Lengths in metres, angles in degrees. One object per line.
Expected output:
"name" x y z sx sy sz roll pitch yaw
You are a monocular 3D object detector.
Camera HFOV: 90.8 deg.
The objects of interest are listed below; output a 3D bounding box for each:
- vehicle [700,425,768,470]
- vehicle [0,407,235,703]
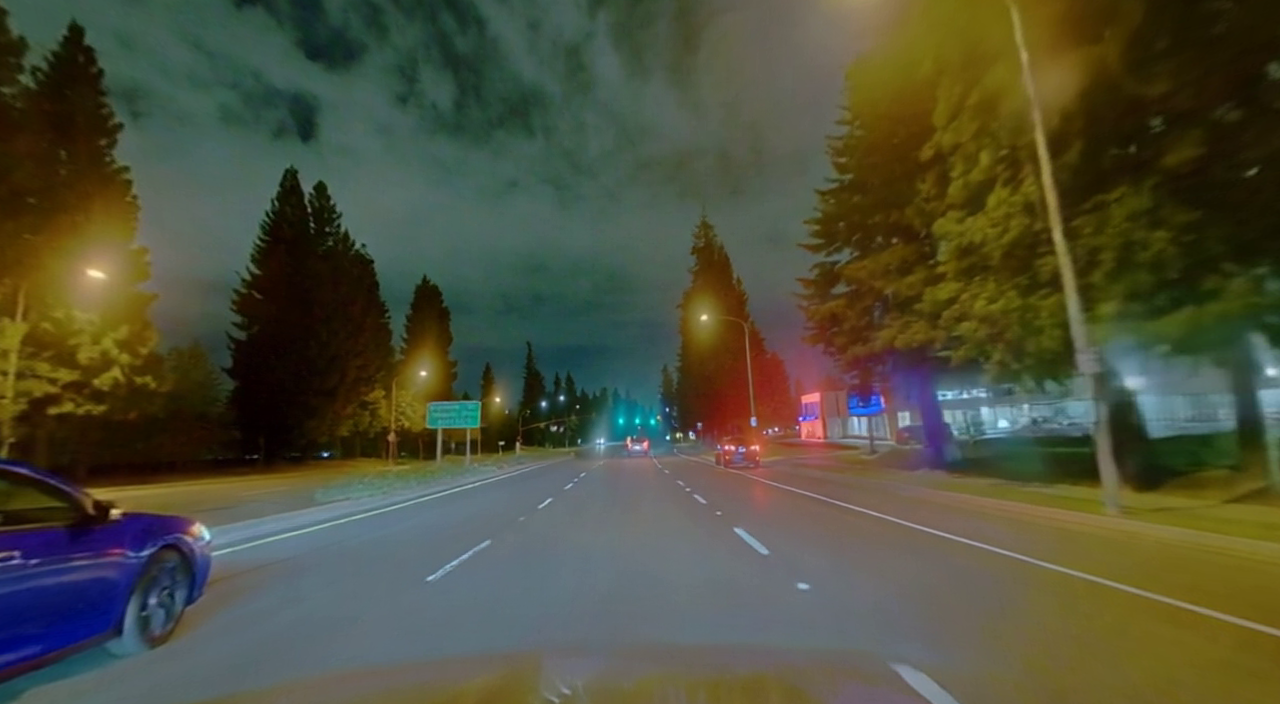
"vehicle" 4.545 4.756 31.538 2.476 2.016 5.586 0 -8 -1
"vehicle" -3.908 0.915 2.295 2.017 1.470 4.293 0 -8 0
